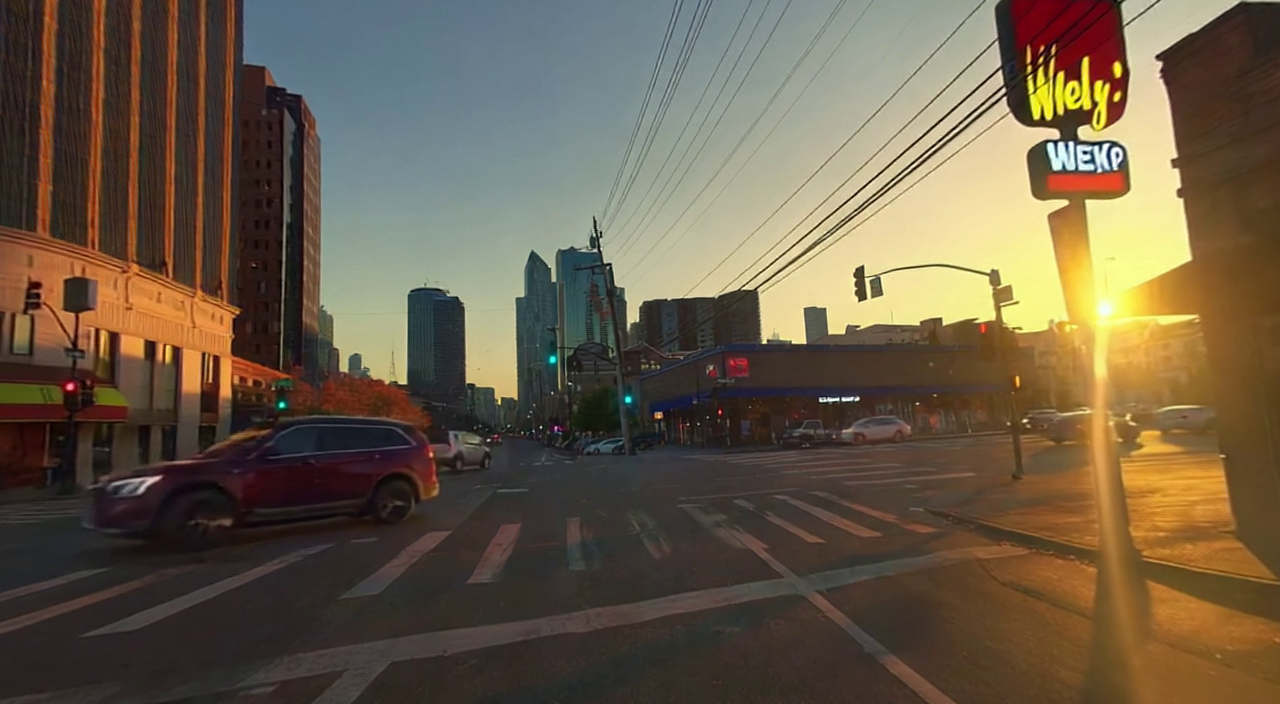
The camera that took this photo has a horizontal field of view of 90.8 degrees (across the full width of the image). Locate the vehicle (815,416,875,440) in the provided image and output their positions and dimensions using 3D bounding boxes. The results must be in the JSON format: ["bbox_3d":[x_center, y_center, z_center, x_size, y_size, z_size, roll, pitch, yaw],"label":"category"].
[{"bbox_3d":[16.049,5.951,49.368,4.589,1.730,1.801,4,-8,-31],"label":"vehicle"}]

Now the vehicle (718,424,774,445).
[{"bbox_3d":[7.566,5.966,45.334,1.866,1.430,3.901,5,-10,-31],"label":"vehicle"}]

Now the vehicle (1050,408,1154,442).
[{"bbox_3d":[21.714,3.464,29.673,4.707,1.487,1.907,4,-9,-27],"label":"vehicle"}]

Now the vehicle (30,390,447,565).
[{"bbox_3d":[-5.653,1.876,10.249,2.374,1.985,5.588,-2,-9,12],"label":"vehicle"}]

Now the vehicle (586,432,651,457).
[{"bbox_3d":[-1.604,6.818,46.576,4.506,1.733,1.857,1,-9,-11],"label":"vehicle"}]

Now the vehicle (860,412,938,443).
[{"bbox_3d":[16.212,4.770,39.527,4.474,1.788,2.039,4,-10,-29],"label":"vehicle"}]

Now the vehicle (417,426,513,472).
[{"bbox_3d":[-7.208,4.062,26.578,2.105,1.761,4.292,-2,-9,12],"label":"vehicle"}]

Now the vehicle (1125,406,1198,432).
[{"bbox_3d":[32.017,4.134,38.755,4.433,1.453,1.804,4,-10,-29],"label":"vehicle"}]
